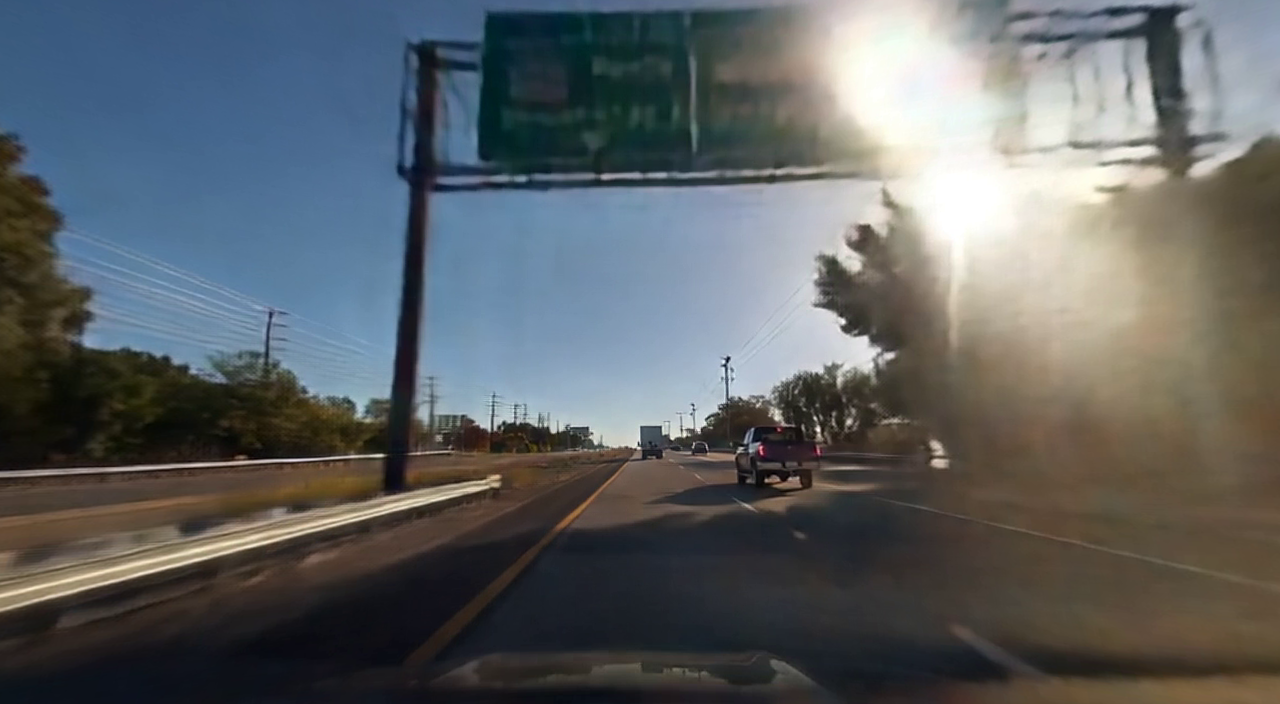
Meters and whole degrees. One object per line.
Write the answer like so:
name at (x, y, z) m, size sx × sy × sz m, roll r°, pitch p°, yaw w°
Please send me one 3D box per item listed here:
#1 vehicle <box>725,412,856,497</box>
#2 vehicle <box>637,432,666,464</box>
vehicle at (4.251, 3.056, 19.105) m, size 2.594 × 2.155 × 5.670 m, roll -1°, pitch -8°, yaw 1°
vehicle at (0.884, 7.372, 48.570) m, size 2.099 × 2.260 × 4.899 m, roll 0°, pitch -8°, yaw 0°
